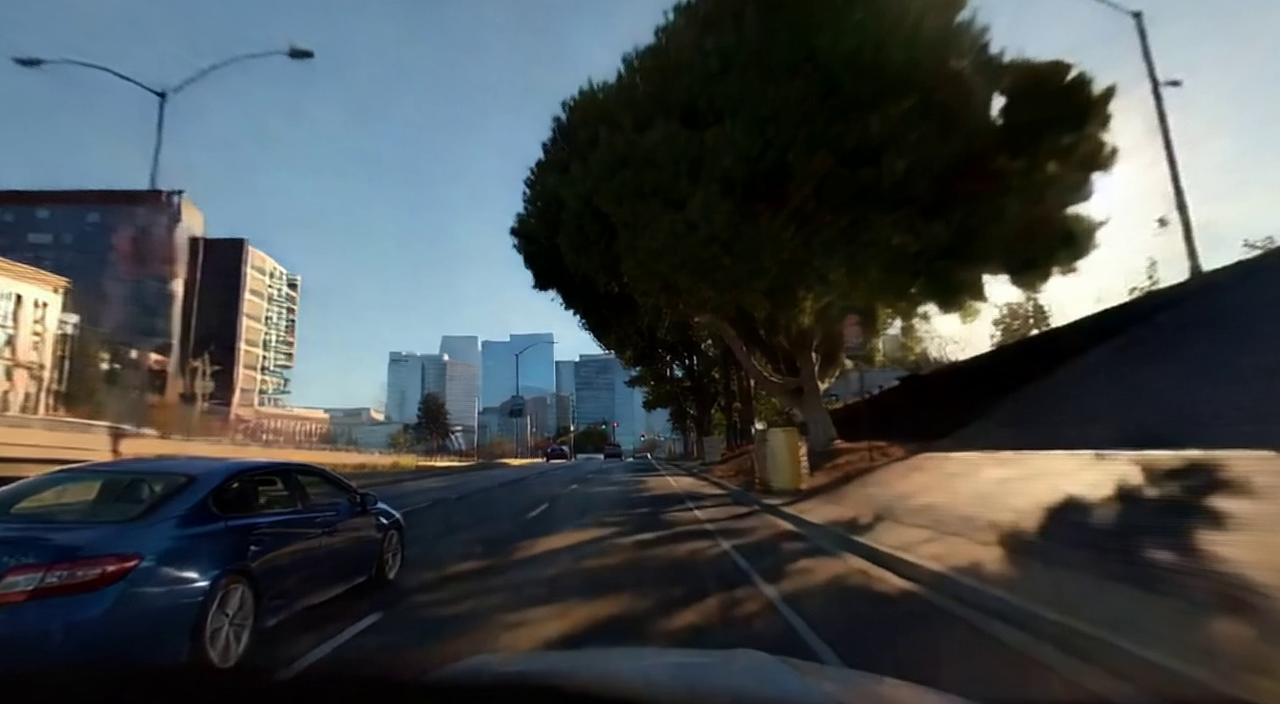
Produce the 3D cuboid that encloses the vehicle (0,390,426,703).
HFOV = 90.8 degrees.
[{"bbox_3d":[-3.107,1.166,3.927,2.041,1.470,4.290,0,-9,0],"label":"vehicle"}]
